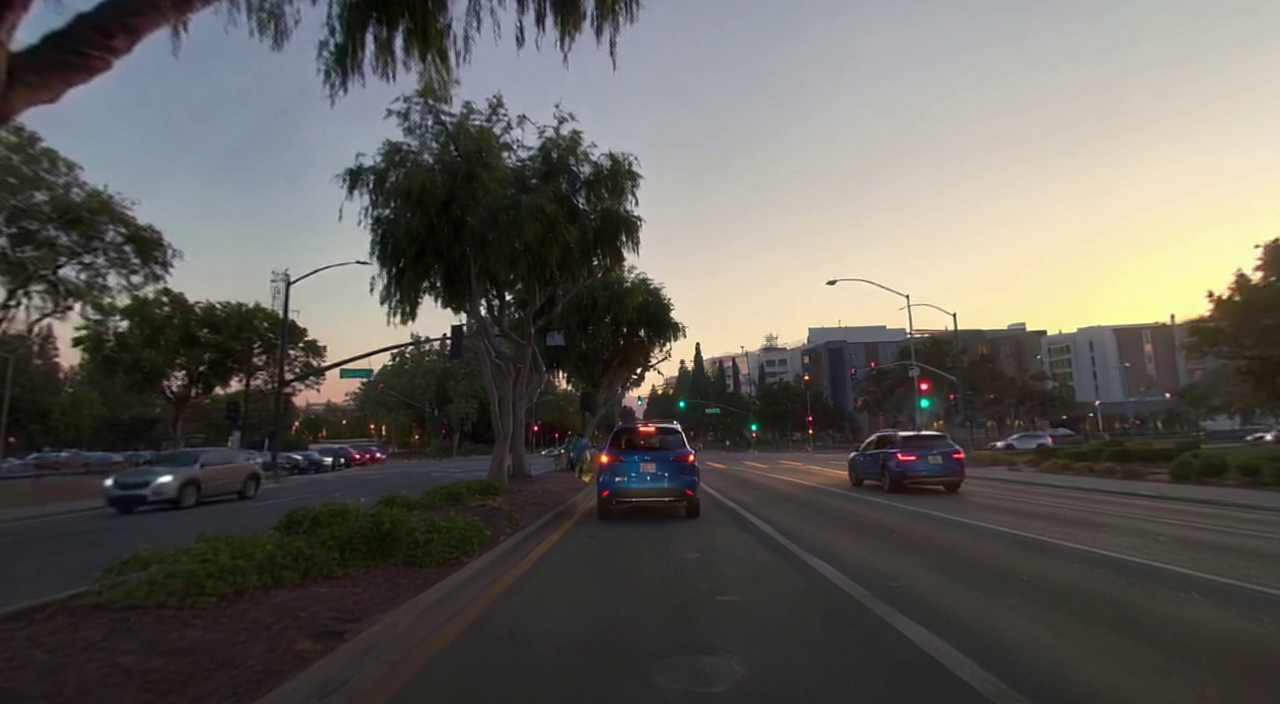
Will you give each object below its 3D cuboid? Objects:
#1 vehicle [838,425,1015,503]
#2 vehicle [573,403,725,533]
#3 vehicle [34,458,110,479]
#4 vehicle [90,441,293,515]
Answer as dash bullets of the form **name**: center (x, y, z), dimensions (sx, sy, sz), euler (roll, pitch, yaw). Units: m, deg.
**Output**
- **vehicle**: center (7.049, 2.818, 16.246), dimensions (2.447, 1.707, 4.396), euler (0, -9, 0)
- **vehicle**: center (0.212, 2.093, 11.889), dimensions (2.267, 1.926, 4.708), euler (-1, -9, 2)
- **vehicle**: center (-40.237, 8.241, 44.850), dimensions (3.386, 1.456, 2.024), euler (0, -9, 0)
- **vehicle**: center (-11.257, 3.159, 16.437), dimensions (2.209, 1.627, 4.582), euler (1, -9, -5)
